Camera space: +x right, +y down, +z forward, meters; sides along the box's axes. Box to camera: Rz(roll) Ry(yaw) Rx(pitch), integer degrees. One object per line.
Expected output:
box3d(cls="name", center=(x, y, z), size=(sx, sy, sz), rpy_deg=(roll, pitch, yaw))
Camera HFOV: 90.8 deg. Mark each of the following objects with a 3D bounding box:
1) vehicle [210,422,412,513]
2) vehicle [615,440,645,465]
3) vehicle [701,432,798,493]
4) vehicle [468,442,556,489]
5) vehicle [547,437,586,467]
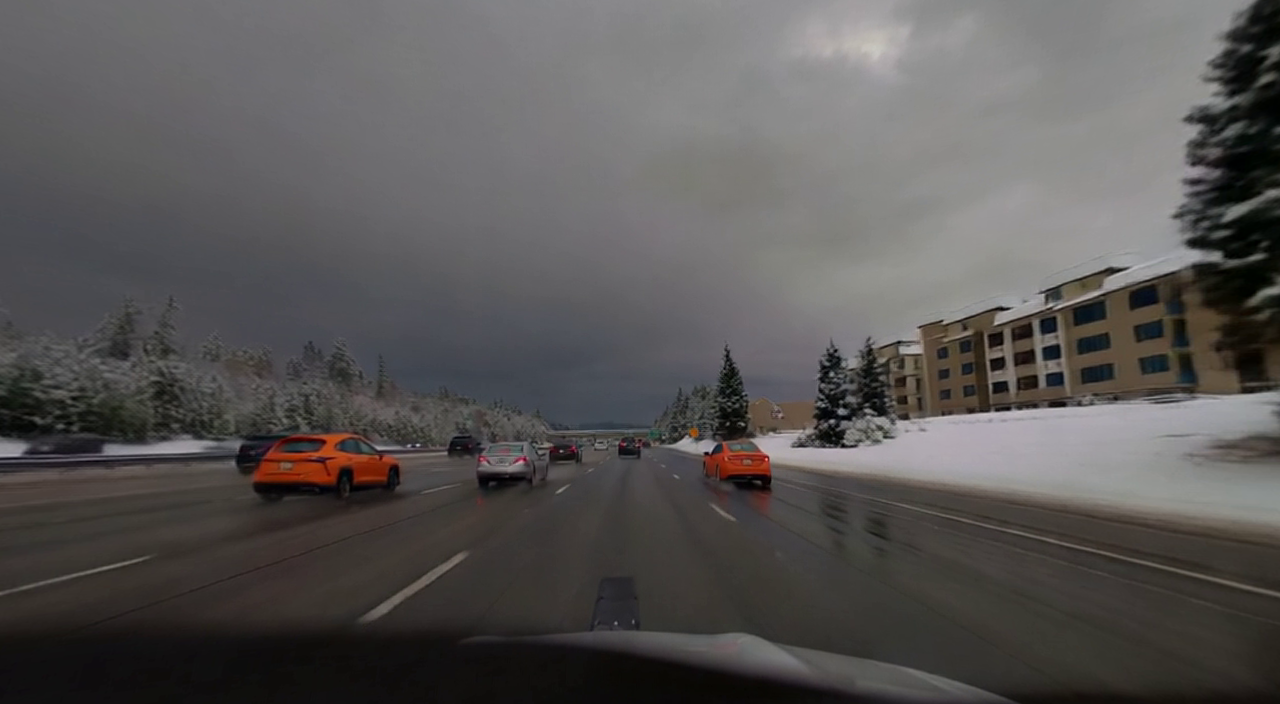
box3d(cls="vehicle", center=(-7.441, 2.660, 15.109), size=(2.086, 1.776, 5.080), rpy_deg=(0, -8, 0))
box3d(cls="vehicle", center=(-0.693, 7.048, 44.566), size=(2.053, 1.650, 3.945), rpy_deg=(0, -8, -1))
box3d(cls="vehicle", center=(3.218, 3.361, 19.544), size=(2.061, 1.658, 4.417), rpy_deg=(0, -8, -2))
box3d(cls="vehicle", center=(-4.228, 3.807, 21.671), size=(2.124, 1.426, 4.444), rpy_deg=(0, -8, 0))
box3d(cls="vehicle", center=(-4.697, 6.457, 40.920), size=(2.044, 1.774, 4.329), rpy_deg=(0, -8, 0))
